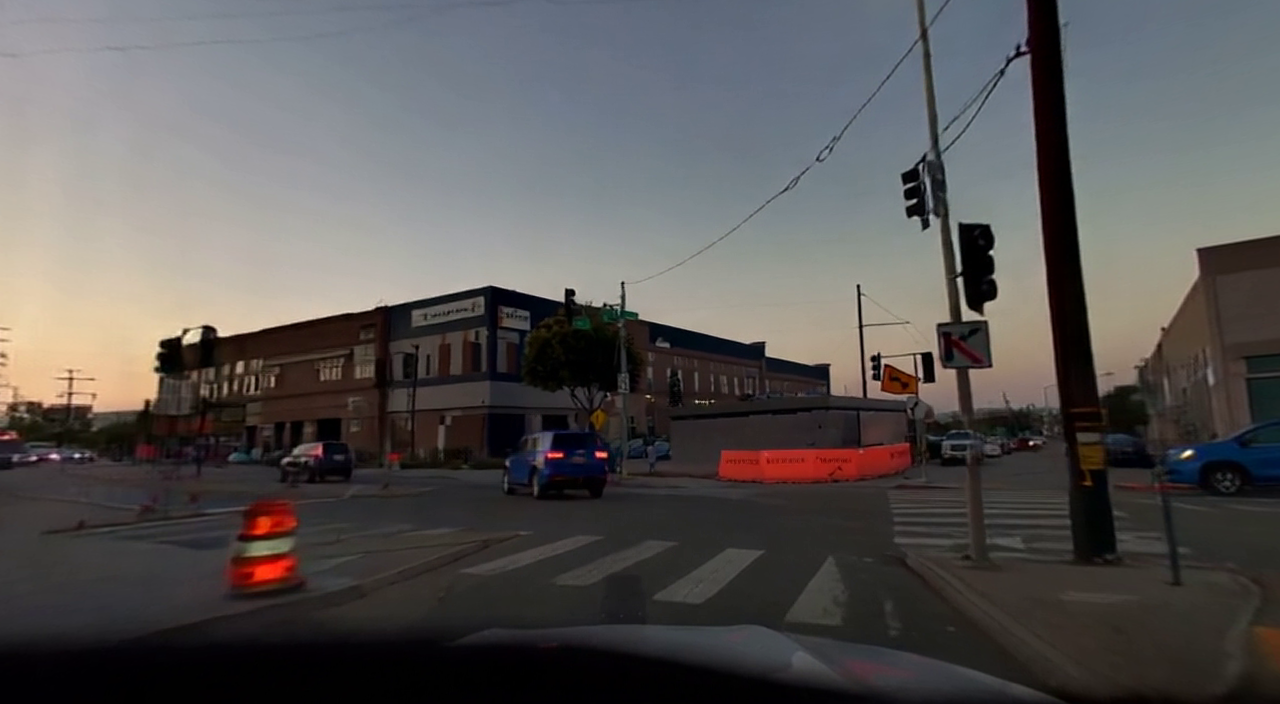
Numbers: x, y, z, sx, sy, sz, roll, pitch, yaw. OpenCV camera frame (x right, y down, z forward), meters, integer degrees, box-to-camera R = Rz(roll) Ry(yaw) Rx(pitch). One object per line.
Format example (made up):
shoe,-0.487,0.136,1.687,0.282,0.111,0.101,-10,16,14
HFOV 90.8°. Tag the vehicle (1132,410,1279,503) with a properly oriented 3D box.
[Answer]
vehicle,13.773,2.181,13.308,4.740,1.802,2.249,-3,-9,17

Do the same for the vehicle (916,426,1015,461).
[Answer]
vehicle,16.876,4.788,32.841,4.382,1.688,1.937,-5,-10,28

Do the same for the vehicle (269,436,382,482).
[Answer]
vehicle,-14.484,4.888,28.994,5.548,1.911,2.206,-6,-11,36

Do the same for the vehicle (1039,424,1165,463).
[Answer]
vehicle,21.719,4.346,29.984,4.550,1.704,1.922,-5,-10,31

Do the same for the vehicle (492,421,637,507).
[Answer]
vehicle,-2.196,2.874,16.664,2.256,1.859,5.118,4,-10,-25
